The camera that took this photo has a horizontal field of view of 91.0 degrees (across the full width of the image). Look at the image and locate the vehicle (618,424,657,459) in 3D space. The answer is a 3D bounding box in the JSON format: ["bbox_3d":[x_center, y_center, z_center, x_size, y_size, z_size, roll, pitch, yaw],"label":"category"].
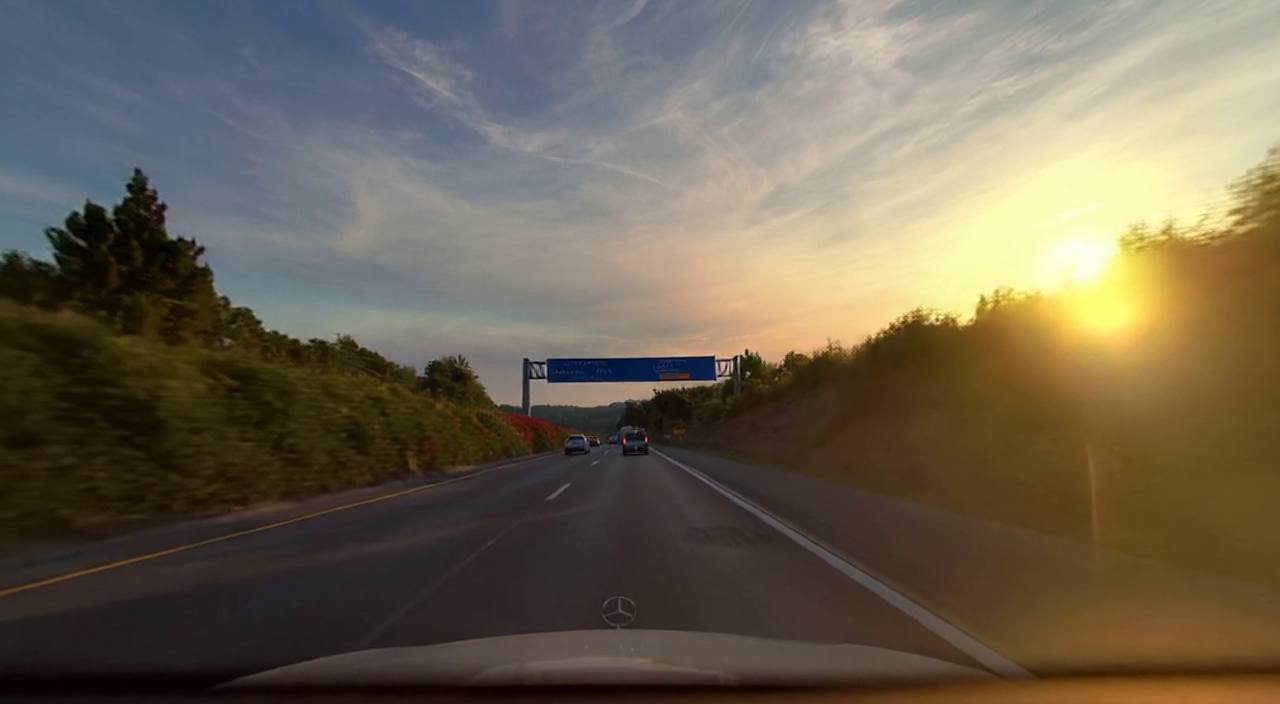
[{"bbox_3d":[-0.210,5.308,37.329,2.223,1.957,4.416,0,-8,-2],"label":"vehicle"}]

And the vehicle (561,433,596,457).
[{"bbox_3d":[-4.210,6.445,43.759,2.062,1.567,4.117,0,-8,-1],"label":"vehicle"}]
